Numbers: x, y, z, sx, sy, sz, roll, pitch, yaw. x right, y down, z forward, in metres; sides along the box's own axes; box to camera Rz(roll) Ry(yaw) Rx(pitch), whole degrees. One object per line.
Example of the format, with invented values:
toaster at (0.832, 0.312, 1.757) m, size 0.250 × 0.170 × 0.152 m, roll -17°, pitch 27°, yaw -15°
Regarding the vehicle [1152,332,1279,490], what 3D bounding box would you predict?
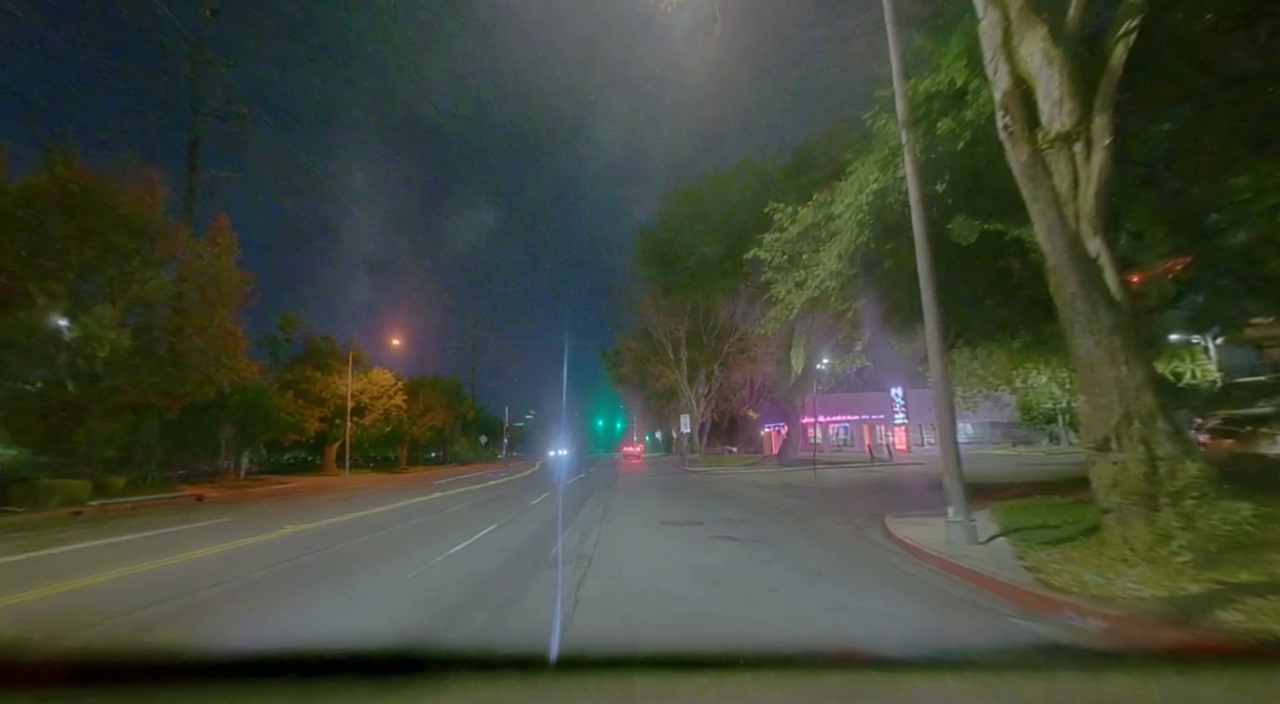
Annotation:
vehicle at (10.577, 0.867, 8.696) m, size 5.683 × 1.930 × 2.232 m, roll 2°, pitch -9°, yaw -13°
